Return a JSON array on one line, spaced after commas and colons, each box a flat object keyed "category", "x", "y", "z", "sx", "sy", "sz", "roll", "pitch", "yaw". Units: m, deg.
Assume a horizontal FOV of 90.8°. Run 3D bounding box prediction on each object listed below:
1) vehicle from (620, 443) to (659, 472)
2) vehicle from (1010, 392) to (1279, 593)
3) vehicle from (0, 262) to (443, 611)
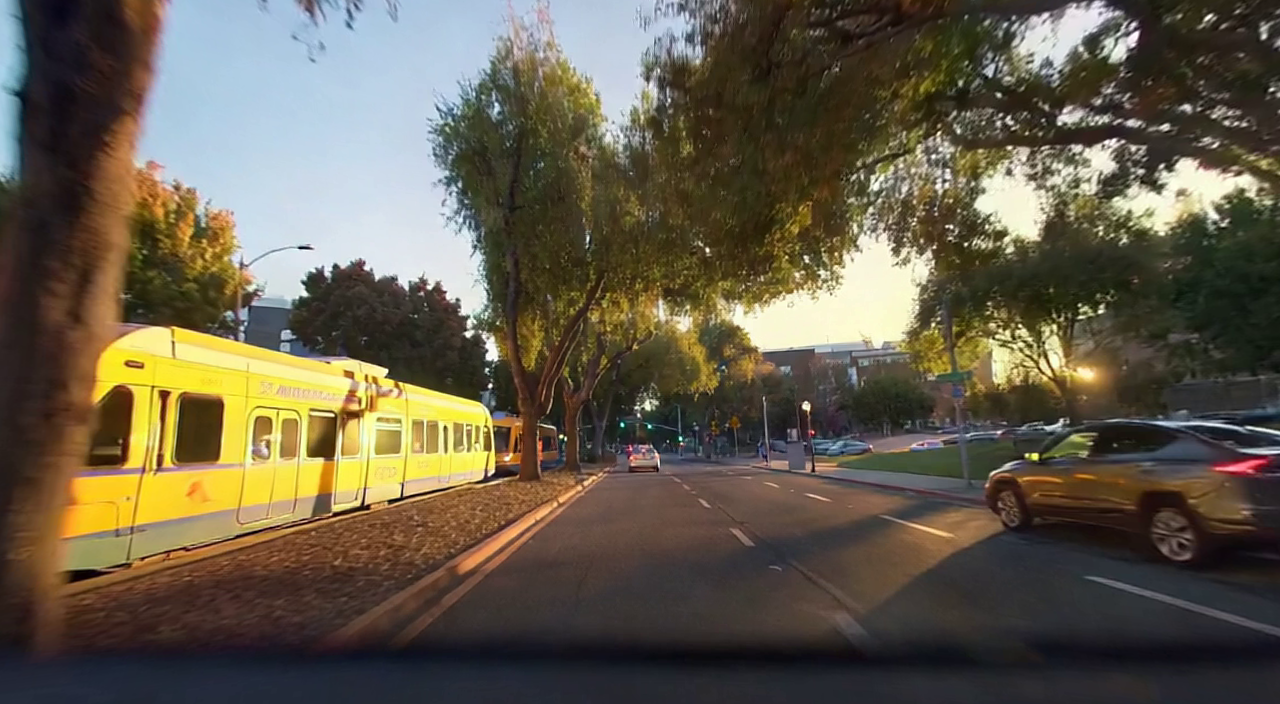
[{"category": "vehicle", "x": -0.020, "y": 5.756, "z": 34.748, "sx": 2.002, "sy": 1.471, "sz": 4.337, "roll": 0, "pitch": -8, "yaw": 0}, {"category": "vehicle", "x": 6.820, "y": 1.466, "z": 7.089, "sx": 2.201, "sy": 1.779, "sz": 5.076, "roll": 0, "pitch": -8, "yaw": 0}, {"category": "vehicle", "x": -7.800, "y": 1.633, "z": 13.487, "sx": 2.897, "sy": 3.700, "sz": 13.528, "roll": 0, "pitch": -7, "yaw": 0}]
